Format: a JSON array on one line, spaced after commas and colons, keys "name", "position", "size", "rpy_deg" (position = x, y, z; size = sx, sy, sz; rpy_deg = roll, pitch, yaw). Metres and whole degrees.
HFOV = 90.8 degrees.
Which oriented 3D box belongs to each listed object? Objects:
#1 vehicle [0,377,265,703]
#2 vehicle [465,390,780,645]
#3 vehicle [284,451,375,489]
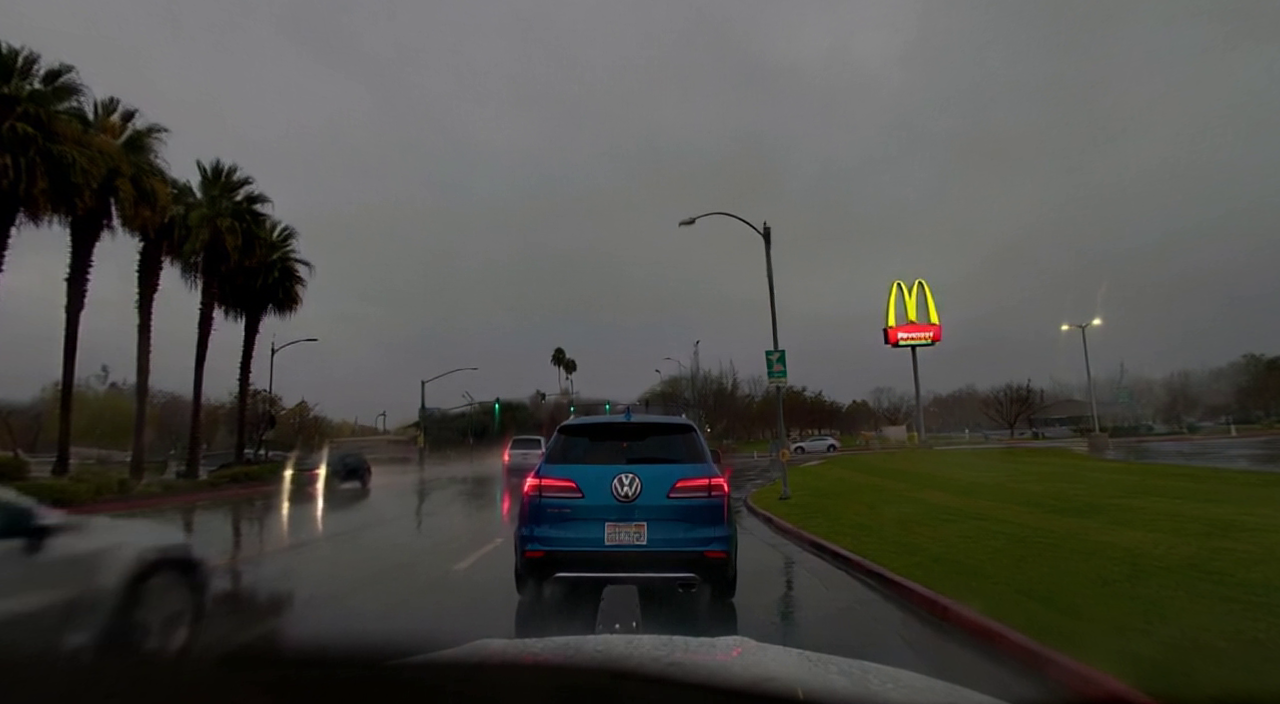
[{"name": "vehicle", "position": [-3.946, 0.920, 2.708], "size": [2.023, 1.648, 4.302], "rpy_deg": [0, -9, 0]}, {"name": "vehicle", "position": [-0.142, 1.422, 6.350], "size": [2.137, 1.728, 3.926], "rpy_deg": [0, -9, -1]}, {"name": "vehicle", "position": [-14.954, 5.679, 30.777], "size": [2.069, 1.617, 4.613], "rpy_deg": [0, -9, 0]}]
